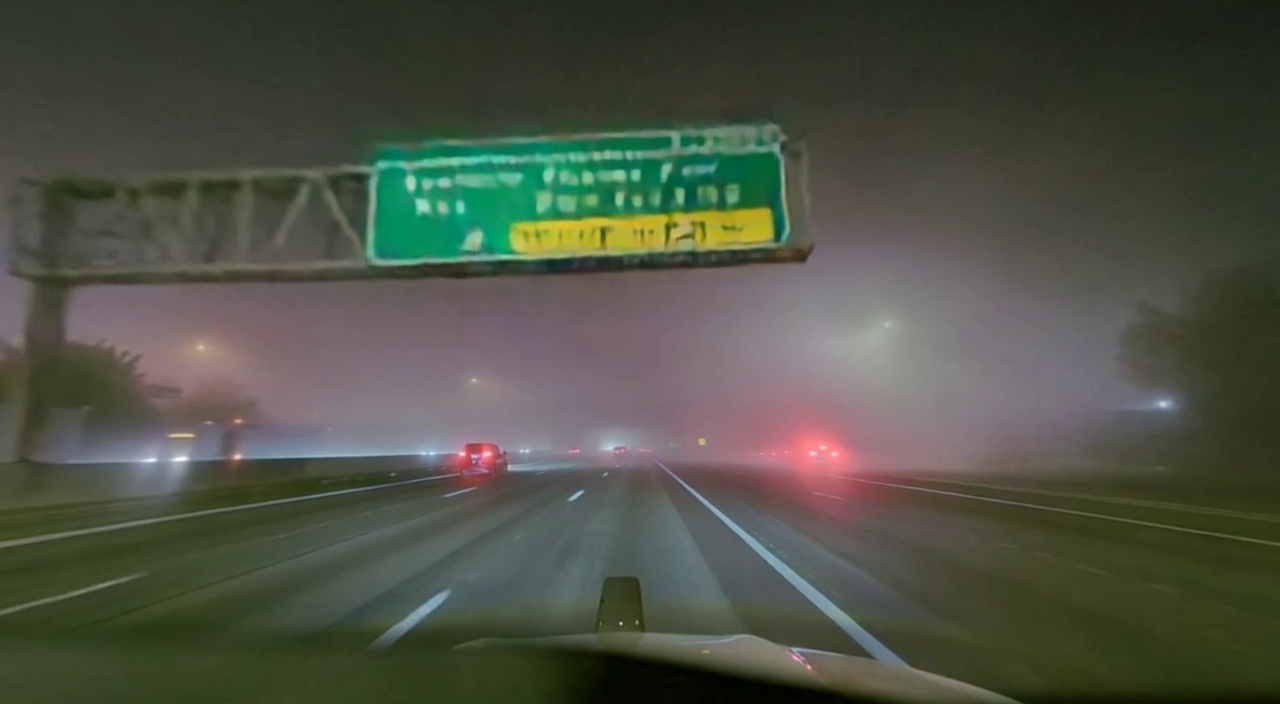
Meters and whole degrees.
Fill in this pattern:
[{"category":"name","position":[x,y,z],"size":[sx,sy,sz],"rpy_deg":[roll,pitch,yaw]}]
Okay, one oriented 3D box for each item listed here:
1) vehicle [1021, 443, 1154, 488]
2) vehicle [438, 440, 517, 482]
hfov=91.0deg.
[{"category":"vehicle","position":[17.810,4.490,25.386],"size":[2.012,1.601,4.565],"rpy_deg":[0,-8,0]},{"category":"vehicle","position":[-6.443,4.349,25.454],"size":[1.985,1.513,4.172],"rpy_deg":[0,-8,1]}]
